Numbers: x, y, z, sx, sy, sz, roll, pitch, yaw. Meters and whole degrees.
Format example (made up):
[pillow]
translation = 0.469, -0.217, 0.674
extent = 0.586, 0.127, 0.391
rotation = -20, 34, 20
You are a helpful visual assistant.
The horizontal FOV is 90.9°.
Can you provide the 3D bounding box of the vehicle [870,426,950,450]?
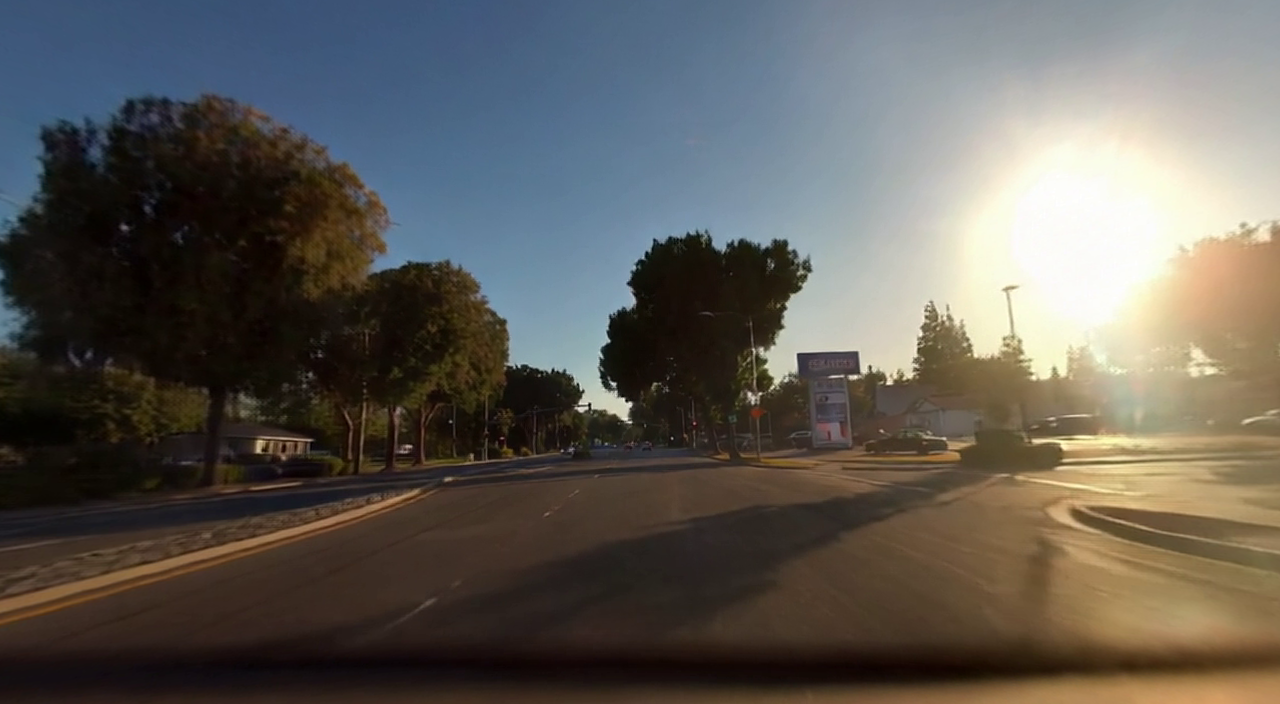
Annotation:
[vehicle]
translation = 18.357, 5.882, 42.886
extent = 4.812, 1.567, 2.123
rotation = -4, -9, 24
